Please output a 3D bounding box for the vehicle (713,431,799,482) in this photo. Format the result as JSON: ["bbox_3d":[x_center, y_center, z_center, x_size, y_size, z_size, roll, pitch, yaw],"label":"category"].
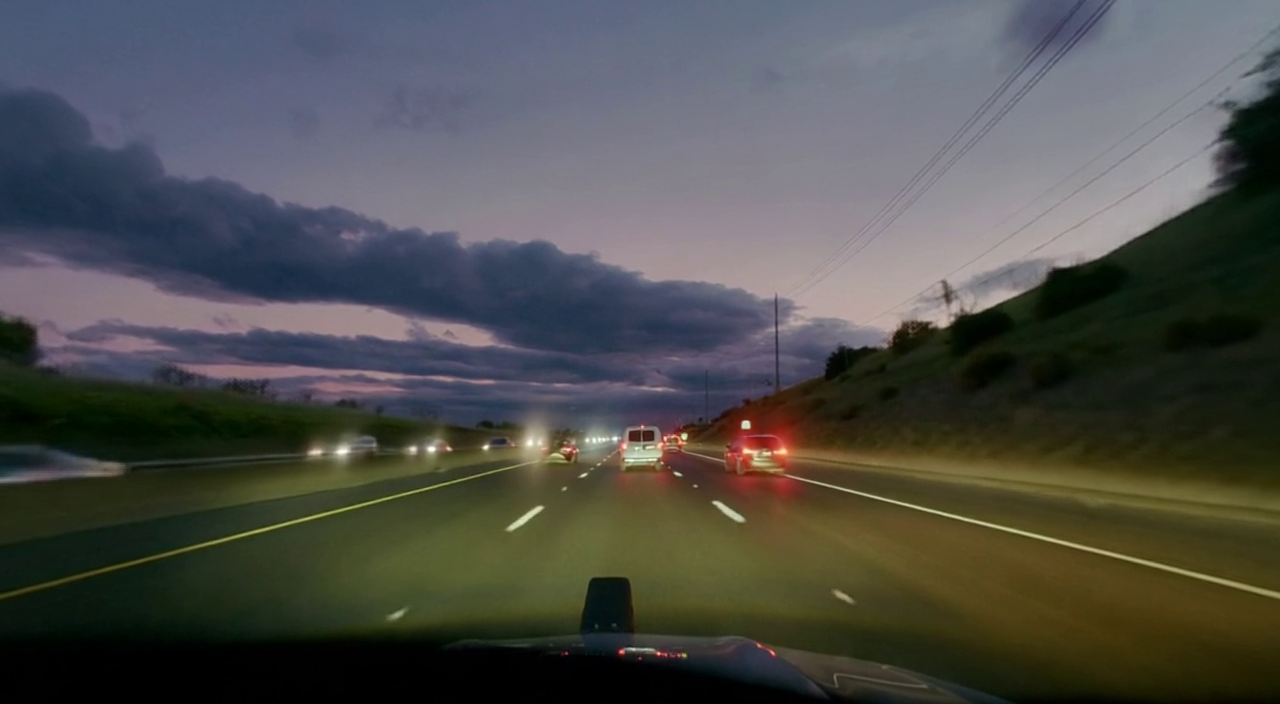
[{"bbox_3d":[3.889,3.556,21.937,1.923,1.562,4.691,0,-8,-2],"label":"vehicle"}]

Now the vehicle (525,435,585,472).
[{"bbox_3d":[-3.756,4.541,28.601,2.093,1.517,4.648,0,-8,0],"label":"vehicle"}]

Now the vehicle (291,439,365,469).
[{"bbox_3d":[-18.789,6.127,38.224,2.050,1.716,4.775,0,-8,-1],"label":"vehicle"}]

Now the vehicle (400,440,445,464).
[{"bbox_3d":[-14.885,6.837,43.297,1.806,1.476,3.868,0,-8,-2],"label":"vehicle"}]

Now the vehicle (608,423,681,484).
[{"bbox_3d":[0.088,3.320,21.019,2.159,1.811,4.238,0,-8,-1],"label":"vehicle"}]
